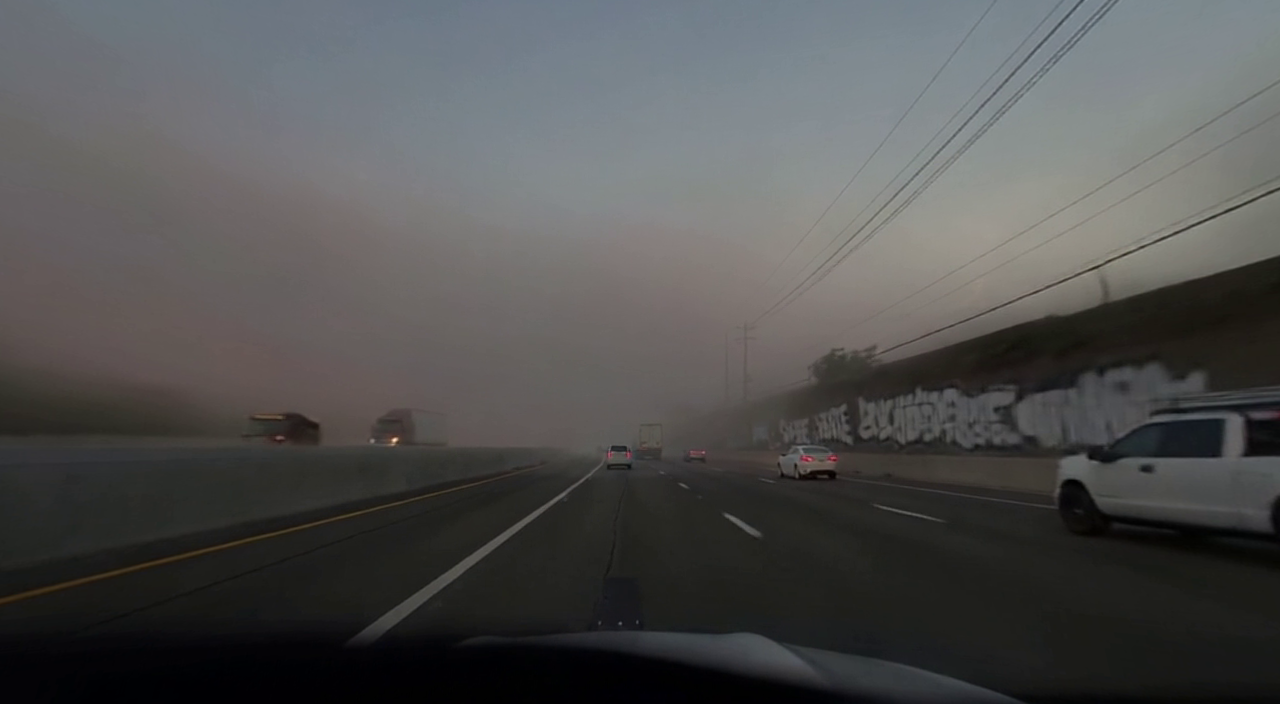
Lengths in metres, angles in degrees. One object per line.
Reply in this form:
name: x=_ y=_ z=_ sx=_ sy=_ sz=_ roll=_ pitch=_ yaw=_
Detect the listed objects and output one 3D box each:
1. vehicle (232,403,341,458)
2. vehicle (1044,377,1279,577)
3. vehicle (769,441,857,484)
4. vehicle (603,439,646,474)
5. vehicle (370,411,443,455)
vehicle: x=-21.622 y=4.950 z=39.187 sx=2.876 sy=3.127 sz=6.718 roll=0 pitch=-9 yaw=-1
vehicle: x=7.371 y=1.284 z=6.635 sx=2.325 sy=1.924 sz=5.838 roll=0 pitch=-9 yaw=-1
vehicle: x=6.665 y=4.294 z=24.924 sx=2.032 sy=1.525 sz=4.631 roll=0 pitch=-9 yaw=-2
vehicle: x=-0.822 y=5.479 z=33.270 sx=2.191 sy=1.685 sz=3.353 roll=0 pitch=-9 yaw=-2
vehicle: x=-18.016 y=6.409 z=49.389 sx=2.933 sy=3.133 sz=8.090 roll=0 pitch=-9 yaw=-3
